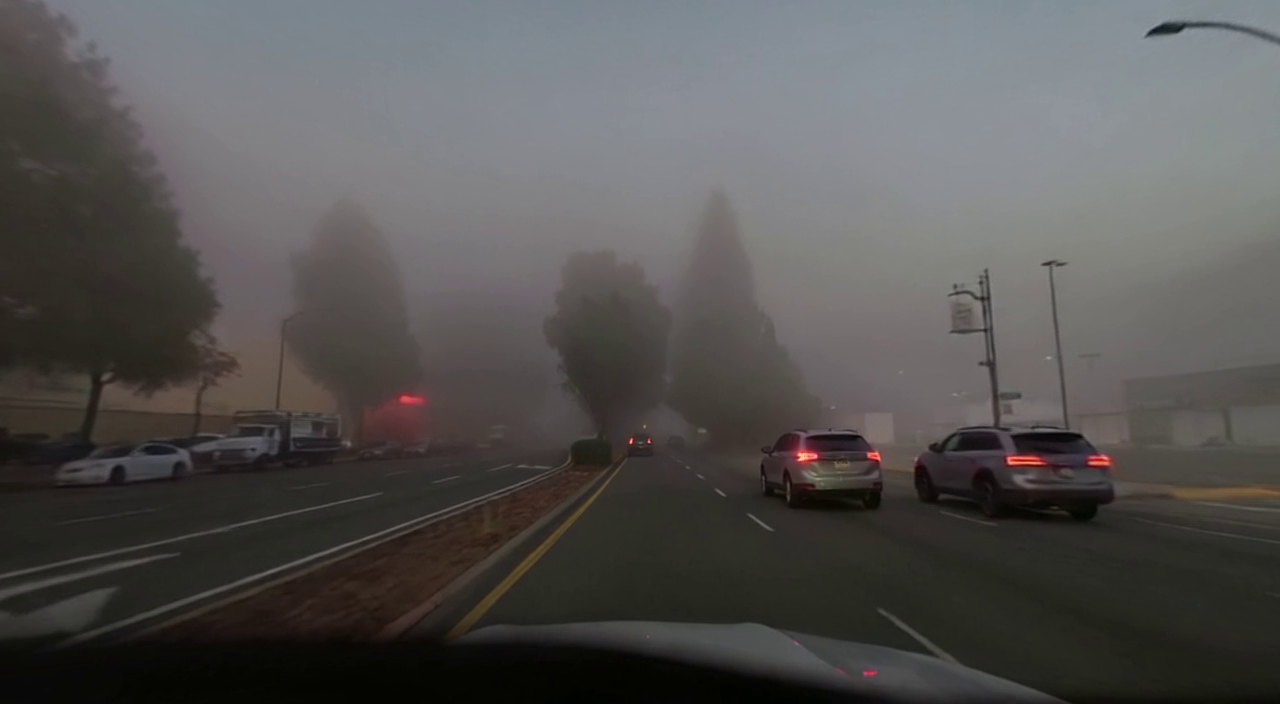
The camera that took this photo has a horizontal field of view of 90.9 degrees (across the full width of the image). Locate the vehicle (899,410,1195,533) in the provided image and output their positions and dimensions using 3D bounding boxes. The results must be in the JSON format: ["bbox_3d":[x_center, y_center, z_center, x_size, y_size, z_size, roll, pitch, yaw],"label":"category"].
[{"bbox_3d":[6.860,2.058,11.539,2.134,1.738,4.833,-1,-8,-1],"label":"vehicle"}]

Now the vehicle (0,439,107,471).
[{"bbox_3d":[-27.138,4.692,29.033,1.795,1.360,3.780,-1,-8,1],"label":"vehicle"}]

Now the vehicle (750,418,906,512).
[{"bbox_3d":[3.724,2.311,13.352,2.072,1.669,3.836,-1,-8,0],"label":"vehicle"}]

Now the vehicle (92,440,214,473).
[{"bbox_3d":[-23.175,4.954,30.312,1.824,1.420,4.984,-1,-8,2],"label":"vehicle"}]

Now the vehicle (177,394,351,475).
[{"bbox_3d":[-18.656,4.286,32.395,2.935,3.431,9.380,-2,-8,2],"label":"vehicle"}]
